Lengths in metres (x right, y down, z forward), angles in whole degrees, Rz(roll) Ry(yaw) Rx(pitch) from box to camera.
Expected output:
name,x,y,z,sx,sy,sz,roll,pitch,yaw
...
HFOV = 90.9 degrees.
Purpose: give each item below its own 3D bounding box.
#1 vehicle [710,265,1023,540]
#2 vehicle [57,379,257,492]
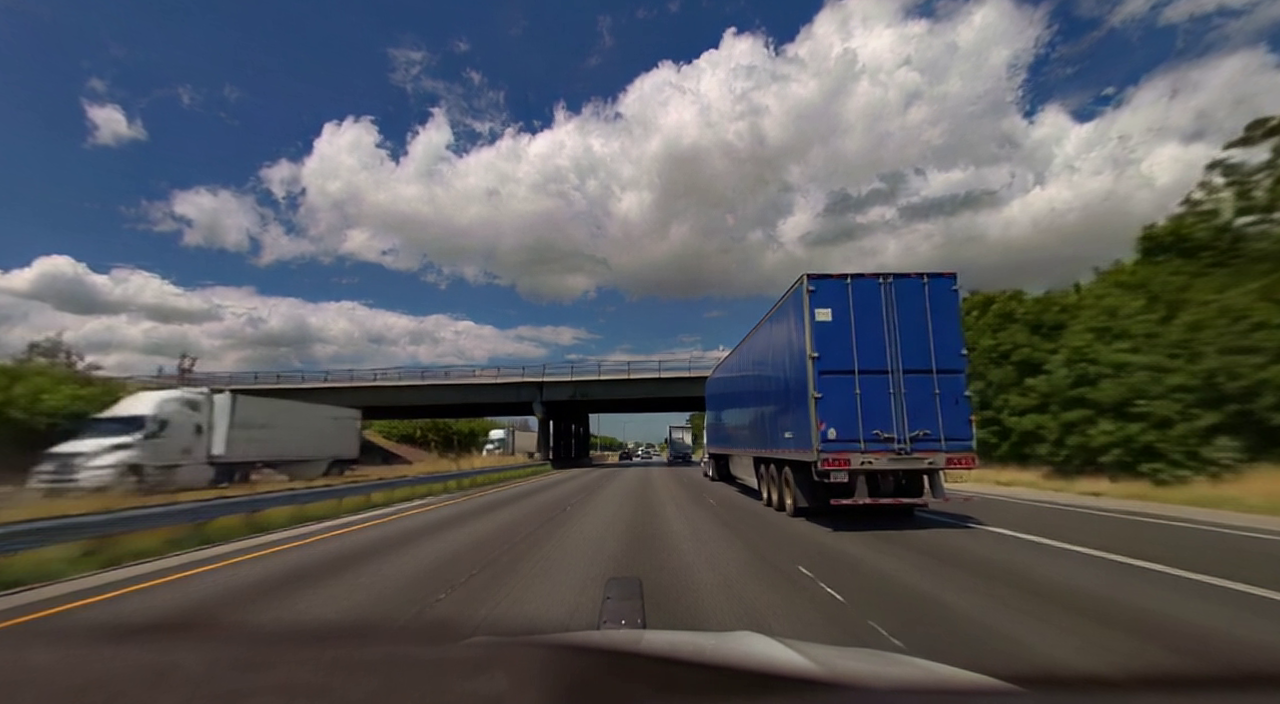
name,x,y,z,sx,sy,sz,roll,pitch,yaw
vehicle,4.046,1.772,16.308,2.825,4.054,14.210,0,-9,0
vehicle,-18.746,3.386,25.106,2.994,3.938,5.901,0,-9,0
